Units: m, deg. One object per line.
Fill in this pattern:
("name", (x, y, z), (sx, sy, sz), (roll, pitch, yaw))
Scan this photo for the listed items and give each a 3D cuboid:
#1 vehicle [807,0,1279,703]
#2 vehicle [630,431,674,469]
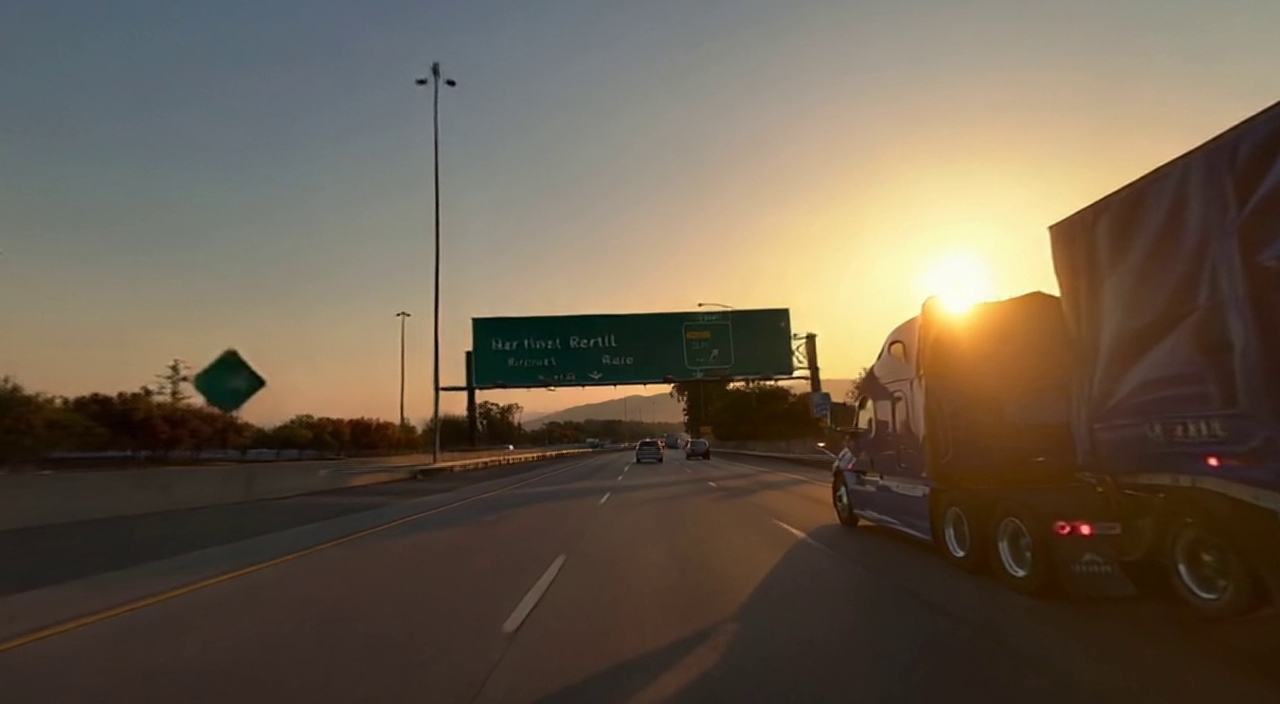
("vehicle", (4.373, 0.219, 6.394), (3.030, 3.985, 8.655), (-1, -8, 1))
("vehicle", (0.584, 5.233, 33.868), (2.205, 1.860, 4.301), (0, -8, 0))
